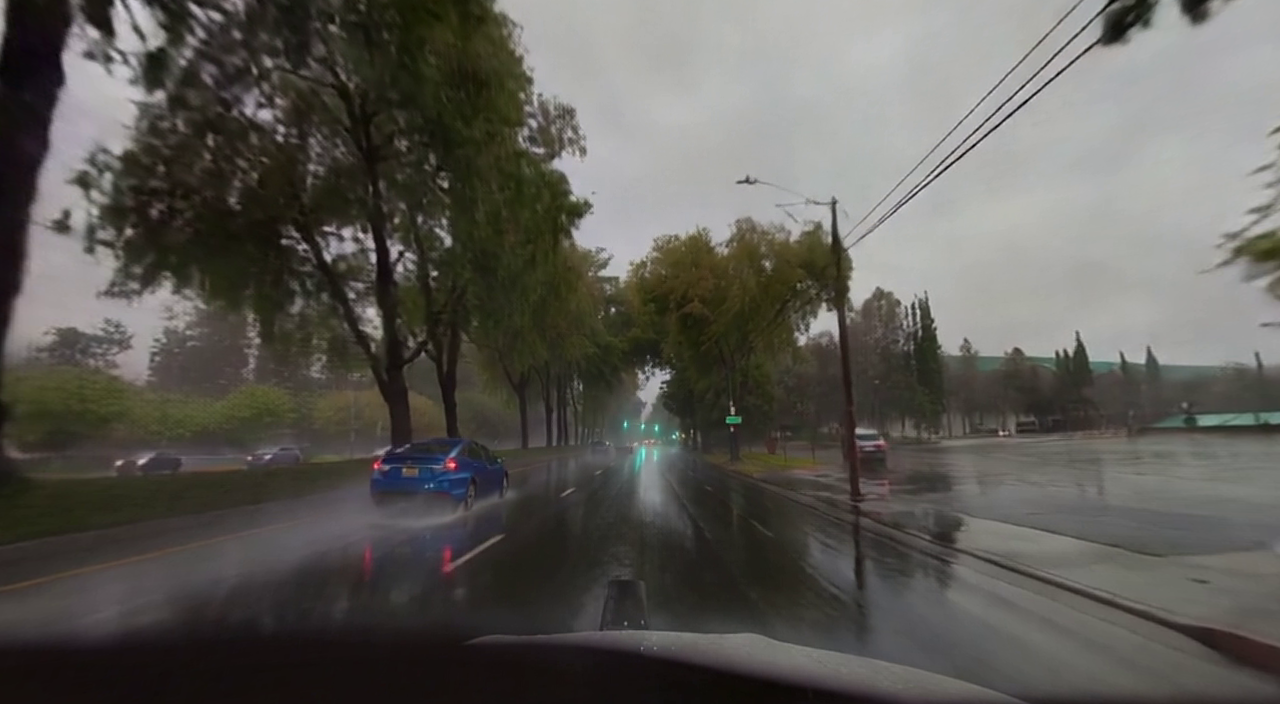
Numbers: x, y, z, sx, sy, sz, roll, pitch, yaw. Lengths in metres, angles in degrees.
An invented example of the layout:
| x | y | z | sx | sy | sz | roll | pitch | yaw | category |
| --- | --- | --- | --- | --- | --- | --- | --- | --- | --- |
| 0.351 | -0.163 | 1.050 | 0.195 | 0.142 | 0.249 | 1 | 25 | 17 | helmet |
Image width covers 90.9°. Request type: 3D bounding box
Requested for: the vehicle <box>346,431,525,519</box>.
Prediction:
| x | y | z | sx | sy | sz | roll | pitch | yaw | category |
| --- | --- | --- | --- | --- | --- | --- | --- | --- | --- |
| -3.869 | 2.399 | 12.901 | 2.033 | 1.454 | 4.512 | 0 | -8 | 2 | vehicle |

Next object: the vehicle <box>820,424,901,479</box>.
| x | y | z | sx | sy | sz | roll | pitch | yaw | category |
| --- | --- | --- | --- | --- | --- | --- | --- | --- | --- |
| 7.243 | 3.285 | 20.985 | 1.594 | 1.688 | 2.861 | 0 | -8 | 0 | vehicle |

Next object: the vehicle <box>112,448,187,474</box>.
| x | y | z | sx | sy | sz | roll | pitch | yaw | category |
| --- | --- | --- | --- | --- | --- | --- | --- | --- | --- |
| -31.859 | 7.060 | 41.066 | 1.811 | 1.550 | 3.710 | 0 | -8 | 0 | vehicle |
